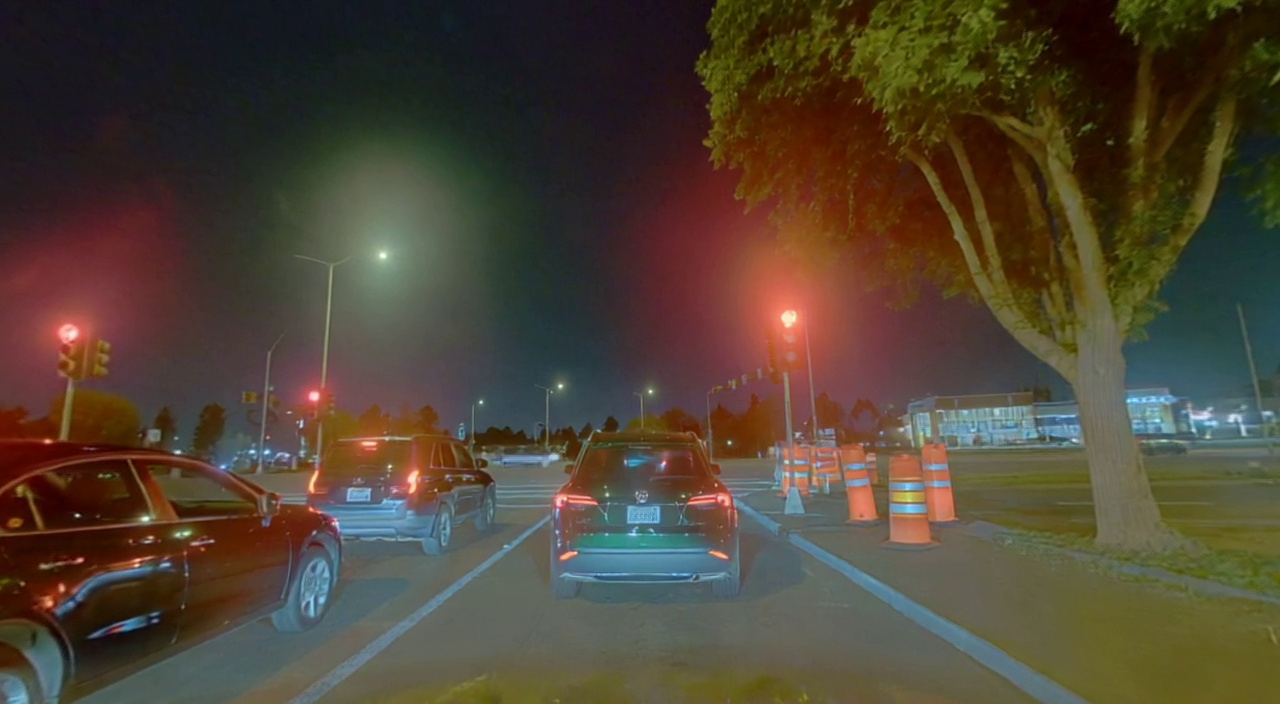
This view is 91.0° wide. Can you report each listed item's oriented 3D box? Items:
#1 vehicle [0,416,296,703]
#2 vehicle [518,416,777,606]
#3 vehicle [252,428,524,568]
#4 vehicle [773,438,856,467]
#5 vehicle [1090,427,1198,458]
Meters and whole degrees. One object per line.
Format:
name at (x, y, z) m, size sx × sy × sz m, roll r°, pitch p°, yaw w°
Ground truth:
vehicle at (-3.587, 0.947, 2.151) m, size 2.064 × 1.497 × 4.722 m, roll 0°, pitch -9°, yaw 1°
vehicle at (0.106, 1.619, 7.210) m, size 2.167 × 1.560 × 3.676 m, roll 0°, pitch -9°, yaw 1°
vehicle at (-3.273, 1.993, 9.450) m, size 1.989 × 1.541 × 4.626 m, roll 0°, pitch -9°, yaw 2°
vehicle at (11.230, 6.505, 40.761) m, size 4.827 × 1.729 × 1.986 m, roll 0°, pitch -9°, yaw 2°
vehicle at (32.568, 5.884, 40.812) m, size 5.082 × 1.907 × 2.115 m, roll 0°, pitch -9°, yaw 1°
